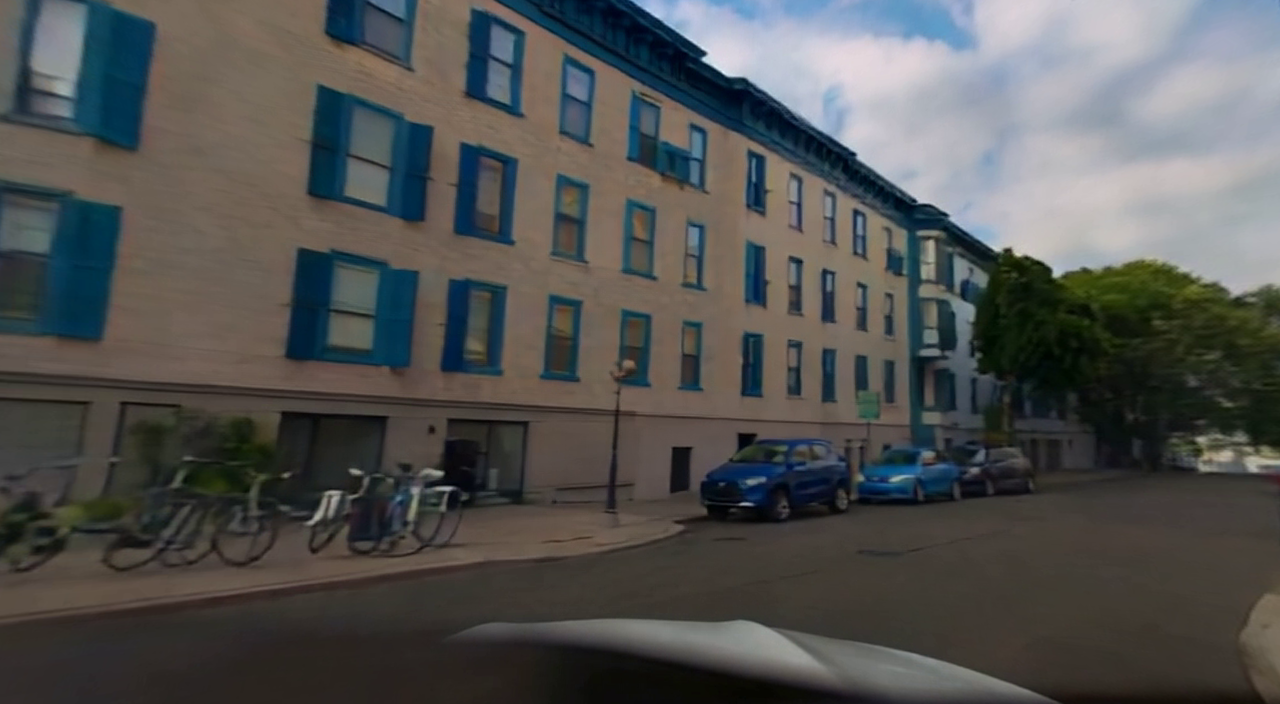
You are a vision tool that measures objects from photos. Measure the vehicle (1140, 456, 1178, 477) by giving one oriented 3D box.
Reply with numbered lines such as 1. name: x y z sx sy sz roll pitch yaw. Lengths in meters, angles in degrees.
1. vehicle: 41.228 9.028 49.907 3.801 1.473 1.841 8 -11 -44

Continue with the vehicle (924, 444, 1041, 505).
1. vehicle: 10.747 3.704 19.600 4.302 1.629 1.942 8 -11 -44

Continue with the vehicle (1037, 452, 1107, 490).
1. vehicle: 19.568 5.301 28.423 1.840 1.493 3.761 -7 -11 44

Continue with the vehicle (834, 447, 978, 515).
1. vehicle: 6.875 3.174 16.010 4.294 1.427 1.830 8 -11 -44

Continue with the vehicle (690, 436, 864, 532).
1. vehicle: 2.706 2.405 12.071 1.719 1.519 3.414 -6 -10 43
